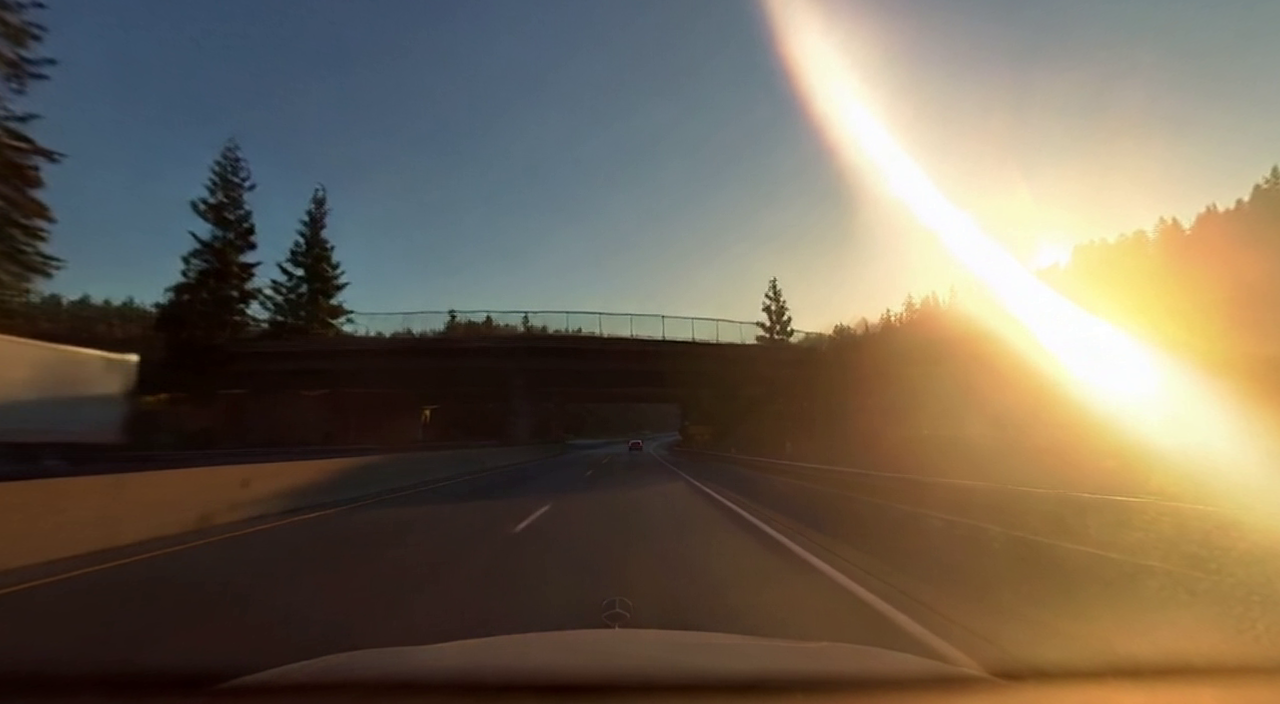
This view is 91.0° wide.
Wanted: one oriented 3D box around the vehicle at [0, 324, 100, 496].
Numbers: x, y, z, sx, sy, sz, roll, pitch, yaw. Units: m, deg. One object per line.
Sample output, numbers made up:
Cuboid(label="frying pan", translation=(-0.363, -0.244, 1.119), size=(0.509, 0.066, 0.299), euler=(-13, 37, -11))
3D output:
Cuboid(label="vehicle", translation=(-16.792, 0.781, 10.782), size=(2.894, 4.115, 14.083), euler=(0, -8, -1))
